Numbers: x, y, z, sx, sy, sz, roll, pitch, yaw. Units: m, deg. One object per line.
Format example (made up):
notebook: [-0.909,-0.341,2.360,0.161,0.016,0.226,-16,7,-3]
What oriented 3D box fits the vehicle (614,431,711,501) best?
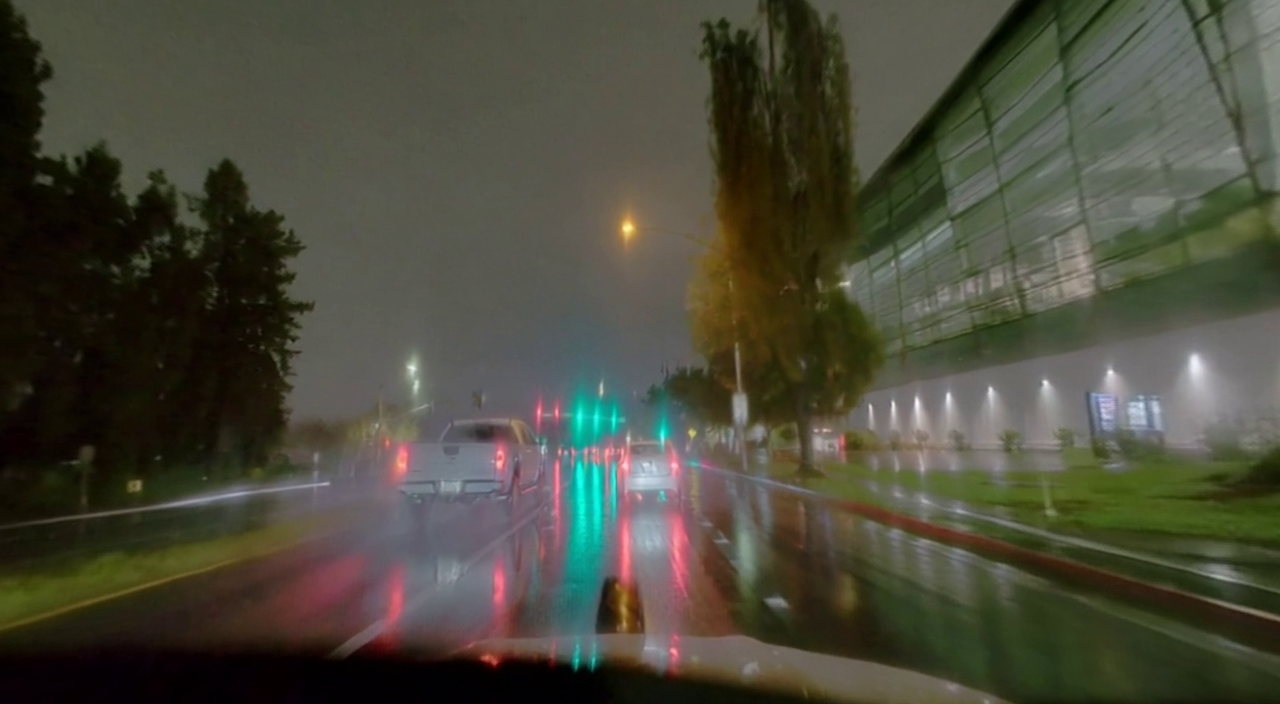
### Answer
vehicle: [0.426,2.852,16.156,2.142,1.528,4.133,0,-9,-3]

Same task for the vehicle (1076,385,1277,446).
vehicle: [22.693,2.831,27.100,6.027,2.377,2.245,-4,-10,27]

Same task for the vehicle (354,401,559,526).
vehicle: [-3.300,2.208,12.978,2.512,1.992,5.725,0,-9,0]
